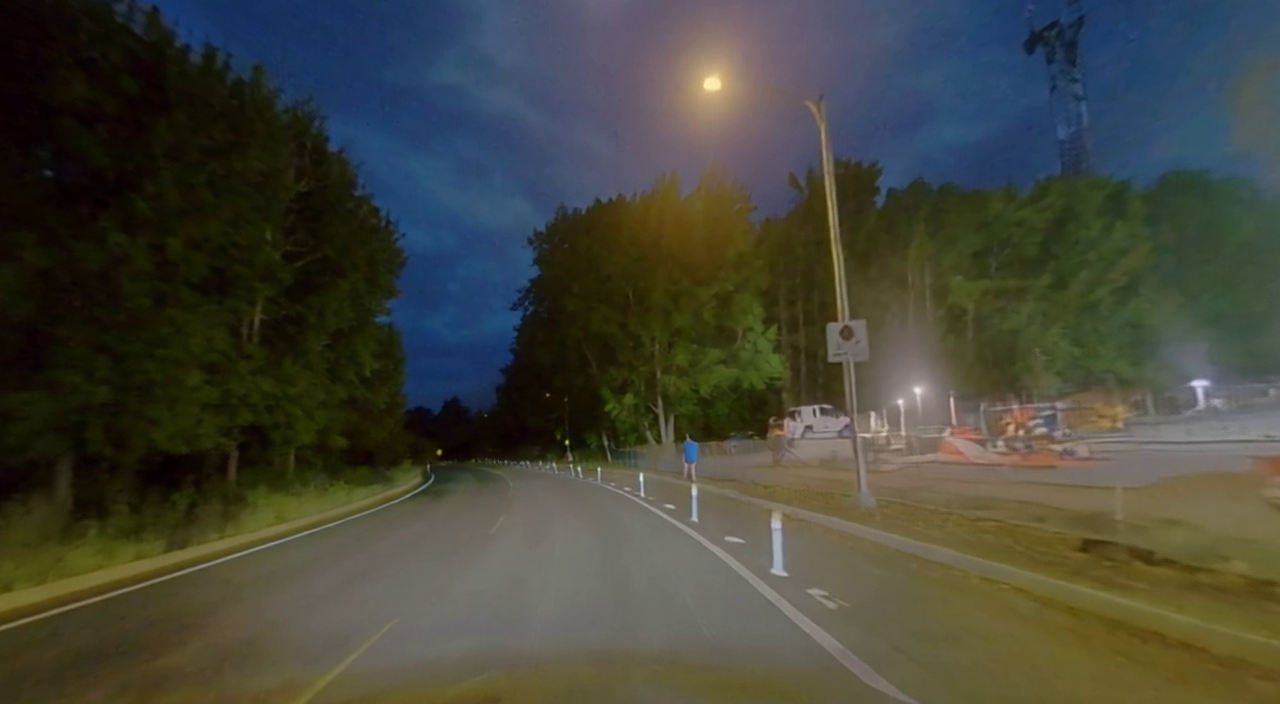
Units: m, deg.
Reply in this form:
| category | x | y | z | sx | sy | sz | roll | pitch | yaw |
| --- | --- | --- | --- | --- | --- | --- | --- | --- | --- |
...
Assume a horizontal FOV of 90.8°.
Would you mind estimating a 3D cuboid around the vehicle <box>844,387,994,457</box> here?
| category | x | y | z | sx | sy | sz | roll | pitch | yaw |
| --- | --- | --- | --- | --- | --- | --- | --- | --- | --- |
| vehicle | 8.231 | 2.132 | 18.734 | 3.674 | 1.559 | 1.775 | 8 | -11 | -9 |

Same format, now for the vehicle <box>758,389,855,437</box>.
| category | x | y | z | sx | sy | sz | roll | pitch | yaw |
| --- | --- | --- | --- | --- | --- | --- | --- | --- | --- |
| vehicle | 8.216 | 3.031 | 31.081 | 4.180 | 1.880 | 2.028 | 8 | -9 | -23 |

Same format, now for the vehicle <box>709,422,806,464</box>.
| category | x | y | z | sx | sy | sz | roll | pitch | yaw |
| --- | --- | --- | --- | --- | --- | --- | --- | --- | --- |
| vehicle | 6.747 | 5.187 | 36.238 | 5.021 | 1.930 | 2.119 | -1 | -9 | -27 |

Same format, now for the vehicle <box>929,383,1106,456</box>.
| category | x | y | z | sx | sy | sz | roll | pitch | yaw |
| --- | --- | --- | --- | --- | --- | --- | --- | --- | --- |
| vehicle | 9.395 | 1.747 | 15.915 | 3.451 | 1.504 | 1.652 | 4 | -10 | -5 |
